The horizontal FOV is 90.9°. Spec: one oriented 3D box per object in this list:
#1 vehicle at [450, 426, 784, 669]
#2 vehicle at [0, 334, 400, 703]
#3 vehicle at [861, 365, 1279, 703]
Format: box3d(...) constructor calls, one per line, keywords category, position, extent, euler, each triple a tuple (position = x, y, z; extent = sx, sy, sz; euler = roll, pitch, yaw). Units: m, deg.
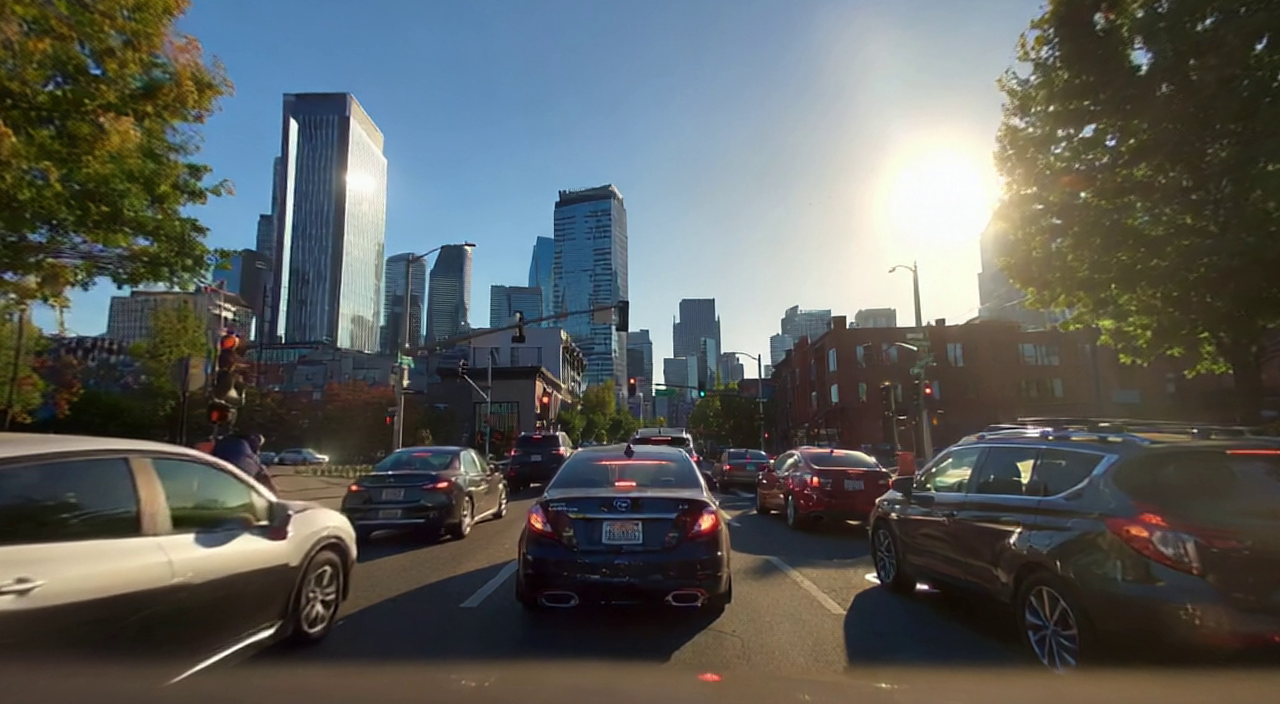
box3d(category="vehicle", position=(-0.157, 1.472, 5.798), extent=(2.031, 1.461, 3.763), euler=(0, -8, -1))
box3d(category="vehicle", position=(-3.153, 0.956, 3.015), extent=(2.181, 1.723, 4.550), euler=(0, -8, 0))
box3d(category="vehicle", position=(3.330, 1.159, 4.178), extent=(2.179, 1.631, 4.173), euler=(0, -8, 0))
